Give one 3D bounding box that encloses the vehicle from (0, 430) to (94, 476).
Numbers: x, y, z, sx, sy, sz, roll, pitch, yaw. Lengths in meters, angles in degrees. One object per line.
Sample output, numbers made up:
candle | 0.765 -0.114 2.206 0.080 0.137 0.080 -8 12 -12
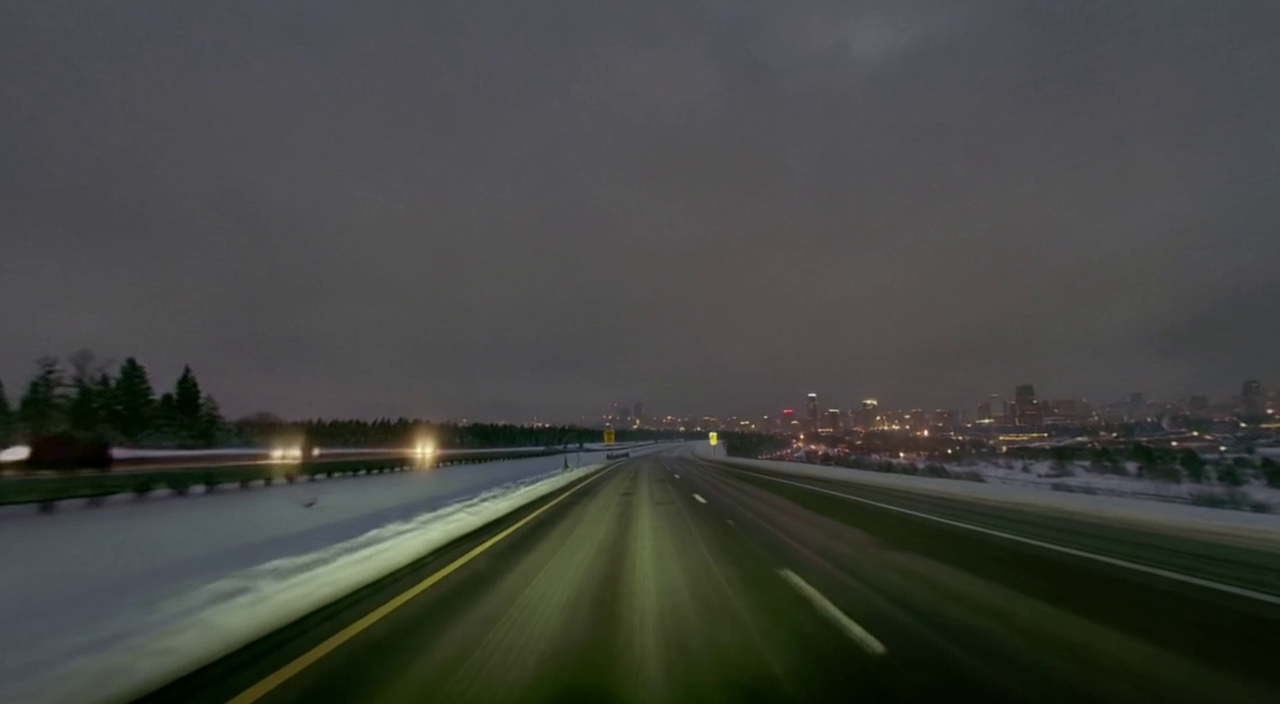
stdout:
vehicle | -25.676 4.136 25.809 2.117 1.751 4.999 0 -9 -2
